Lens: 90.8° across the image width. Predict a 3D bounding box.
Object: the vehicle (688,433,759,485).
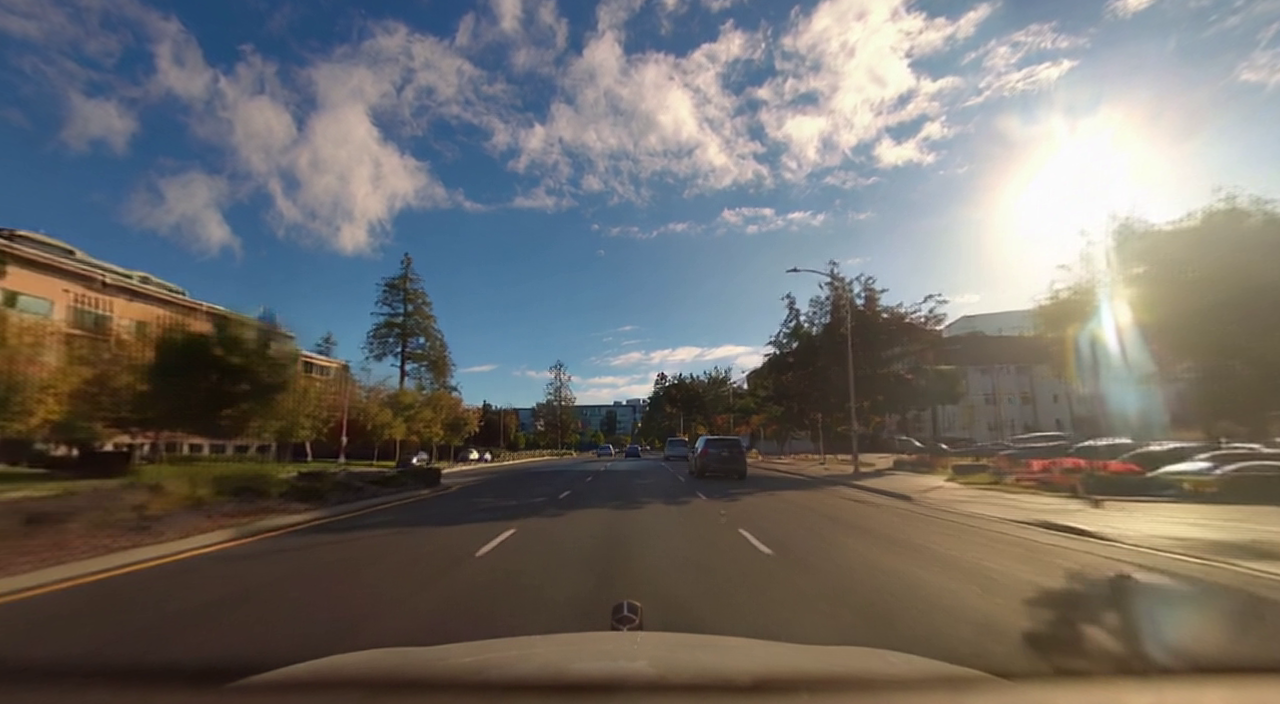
[{"bbox_3d":[3.082,4.073,24.300,2.060,1.816,4.343,0,-9,-1],"label":"vehicle"}]
